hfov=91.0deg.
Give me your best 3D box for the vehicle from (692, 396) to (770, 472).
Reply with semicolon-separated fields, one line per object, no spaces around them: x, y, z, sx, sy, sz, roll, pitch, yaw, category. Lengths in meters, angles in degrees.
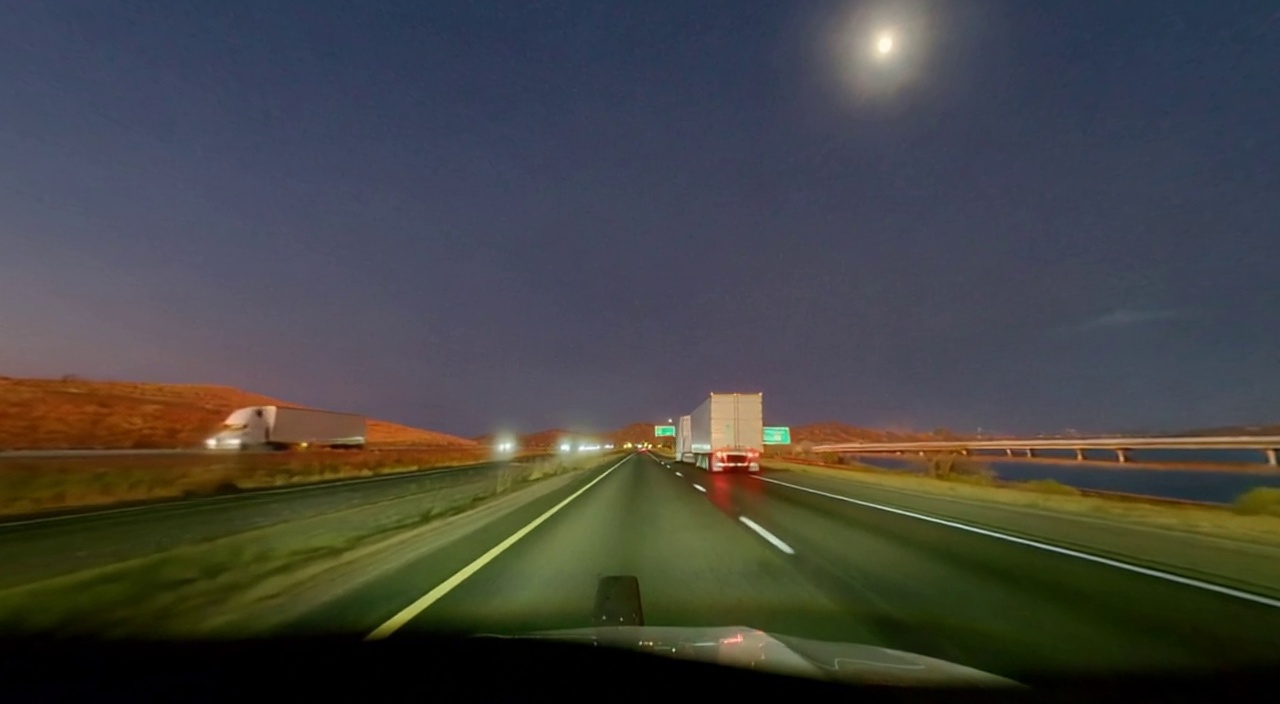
5.386;5.388;40.224;3.035;4.005;13.454;0;-9;0;vehicle
